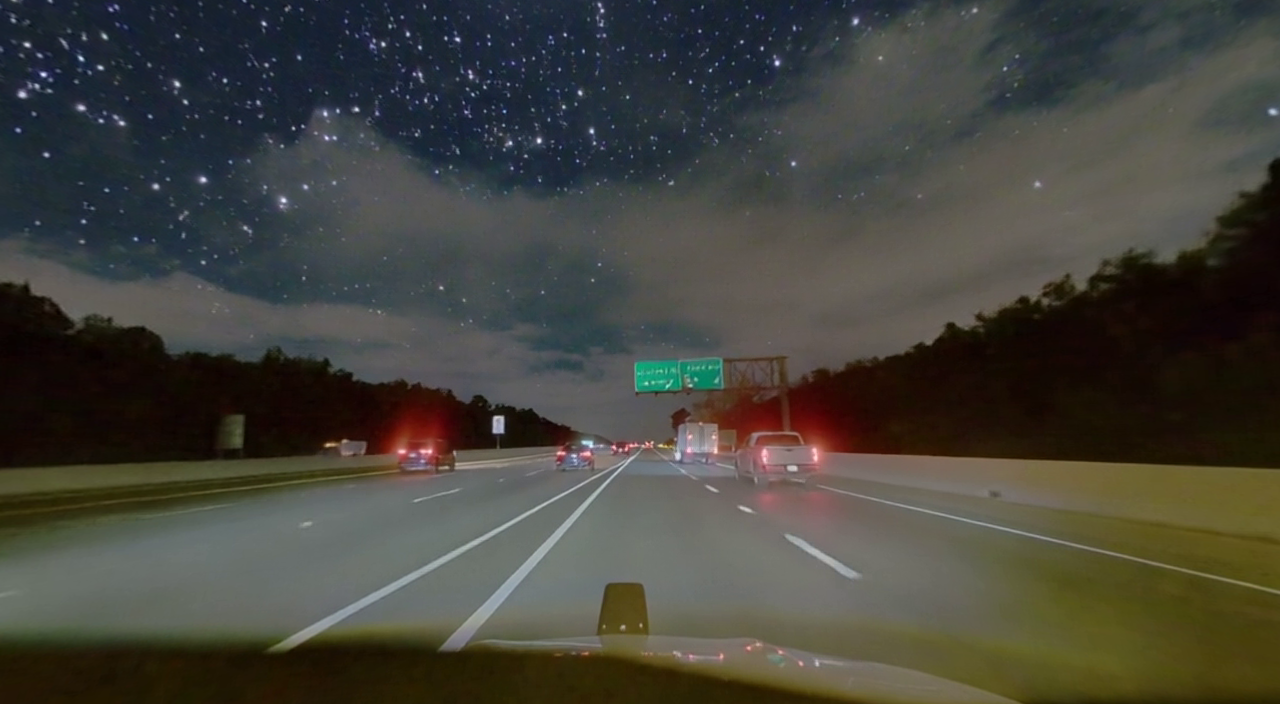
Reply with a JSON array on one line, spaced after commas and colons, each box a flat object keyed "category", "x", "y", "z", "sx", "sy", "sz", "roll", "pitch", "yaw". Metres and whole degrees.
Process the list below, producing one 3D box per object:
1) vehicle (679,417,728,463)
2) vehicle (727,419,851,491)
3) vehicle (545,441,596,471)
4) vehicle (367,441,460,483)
[{"category": "vehicle", "x": 4.524, "y": 6.464, "z": 46.243, "sx": 2.732, "sy": 3.052, "sz": 7.118, "roll": 0, "pitch": -8, "yaw": -1}, {"category": "vehicle", "x": 4.497, "y": 3.292, "z": 20.441, "sx": 2.355, "sy": 1.930, "sz": 6.633, "roll": 0, "pitch": -8, "yaw": -1}, {"category": "vehicle", "x": -3.537, "y": 5.374, "z": 32.802, "sx": 1.981, "sy": 1.473, "sz": 4.317, "roll": 0, "pitch": -8, "yaw": 2}, {"category": "vehicle", "x": -8.682, "y": 4.217, "z": 24.625, "sx": 1.899, "sy": 1.465, "sz": 4.589, "roll": 0, "pitch": -8, "yaw": 0}]
